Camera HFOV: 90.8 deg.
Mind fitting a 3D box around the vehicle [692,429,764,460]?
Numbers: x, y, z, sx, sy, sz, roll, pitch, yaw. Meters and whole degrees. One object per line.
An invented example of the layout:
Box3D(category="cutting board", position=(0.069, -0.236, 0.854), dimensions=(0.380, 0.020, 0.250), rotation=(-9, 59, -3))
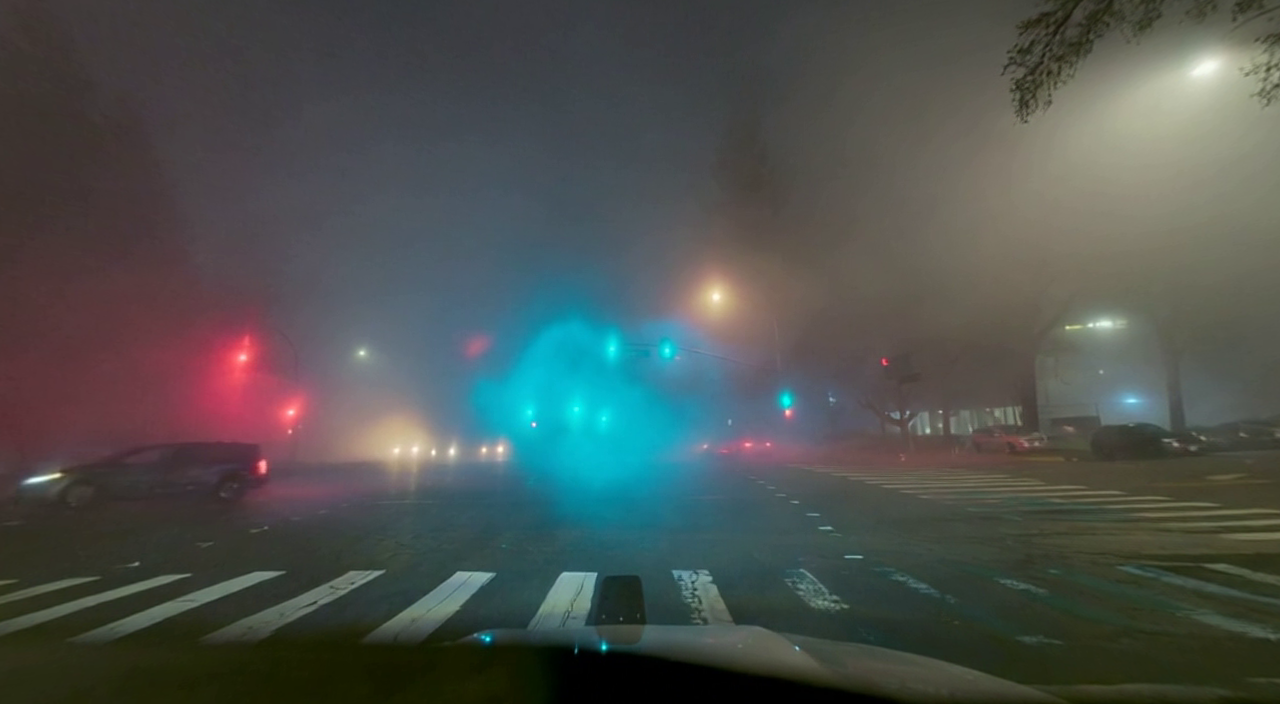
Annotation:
Box3D(category="vehicle", position=(5.050, 5.399, 36.944), dimensions=(1.977, 1.698, 4.571), rotation=(4, -9, -25))

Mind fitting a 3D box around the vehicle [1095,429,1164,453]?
Box3D(category="vehicle", position=(33.235, 6.100, 43.083), dimensions=(2.090, 1.494, 4.321), rotation=(-3, -9, 15))

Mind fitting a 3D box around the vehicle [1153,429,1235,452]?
Box3D(category="vehicle", position=(36.556, 5.899, 41.850), dimensions=(1.726, 1.429, 4.163), rotation=(-1, -8, 2))

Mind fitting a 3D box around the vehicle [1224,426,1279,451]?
Box3D(category="vehicle", position=(42.245, 5.737, 41.933), dimensions=(2.037, 1.614, 5.175), rotation=(0, -8, 0))

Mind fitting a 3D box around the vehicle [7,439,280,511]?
Box3D(category="vehicle", position=(-11.795, 2.898, 15.490), dimensions=(4.916, 1.504, 1.846), rotation=(6, -10, -35))
